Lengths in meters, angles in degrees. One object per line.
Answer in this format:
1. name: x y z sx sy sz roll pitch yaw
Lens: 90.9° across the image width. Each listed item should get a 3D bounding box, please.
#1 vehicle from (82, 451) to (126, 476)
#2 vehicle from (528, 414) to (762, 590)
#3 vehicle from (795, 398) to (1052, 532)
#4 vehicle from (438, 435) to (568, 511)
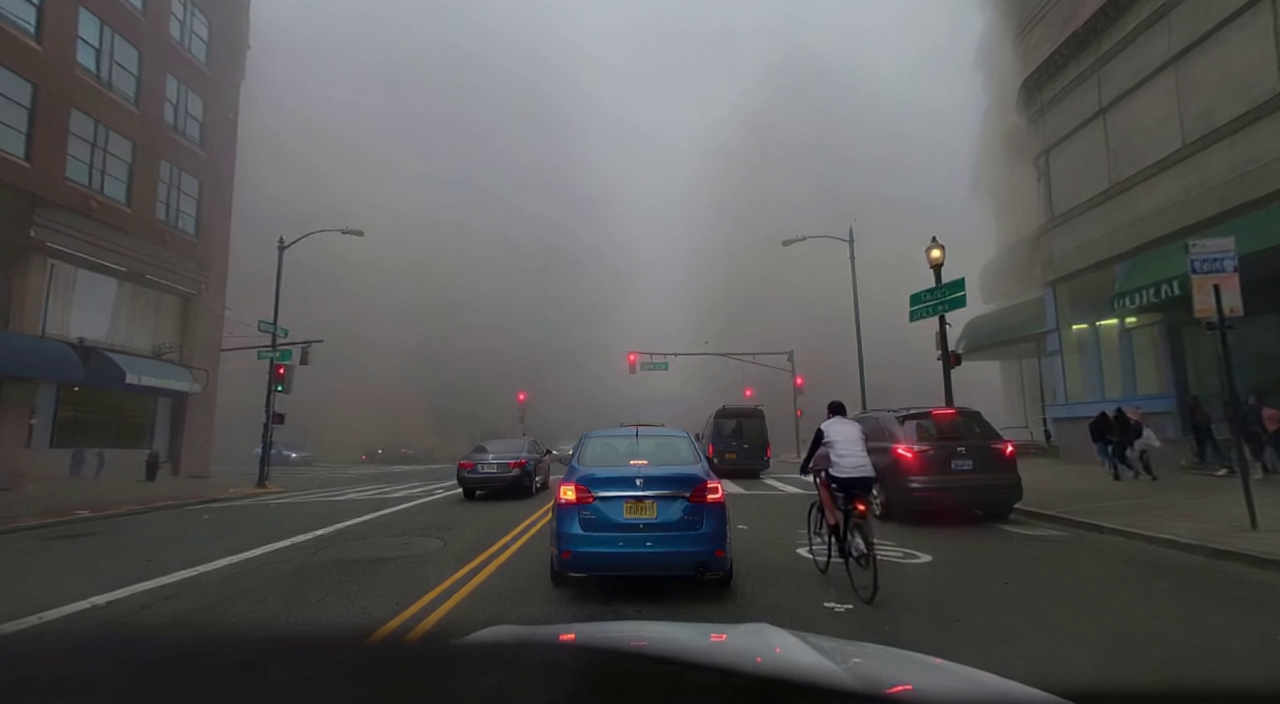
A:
1. vehicle: -40.448 8.363 47.475 2.264 1.722 4.721 7 -11 -41
2. vehicle: 0.030 1.649 7.721 2.091 1.557 4.000 0 -9 0
3. vehicle: 4.508 1.913 11.130 2.142 1.829 4.767 0 -9 -2
4. vehicle: -2.940 2.708 14.631 2.039 1.452 4.489 0 -9 -1
